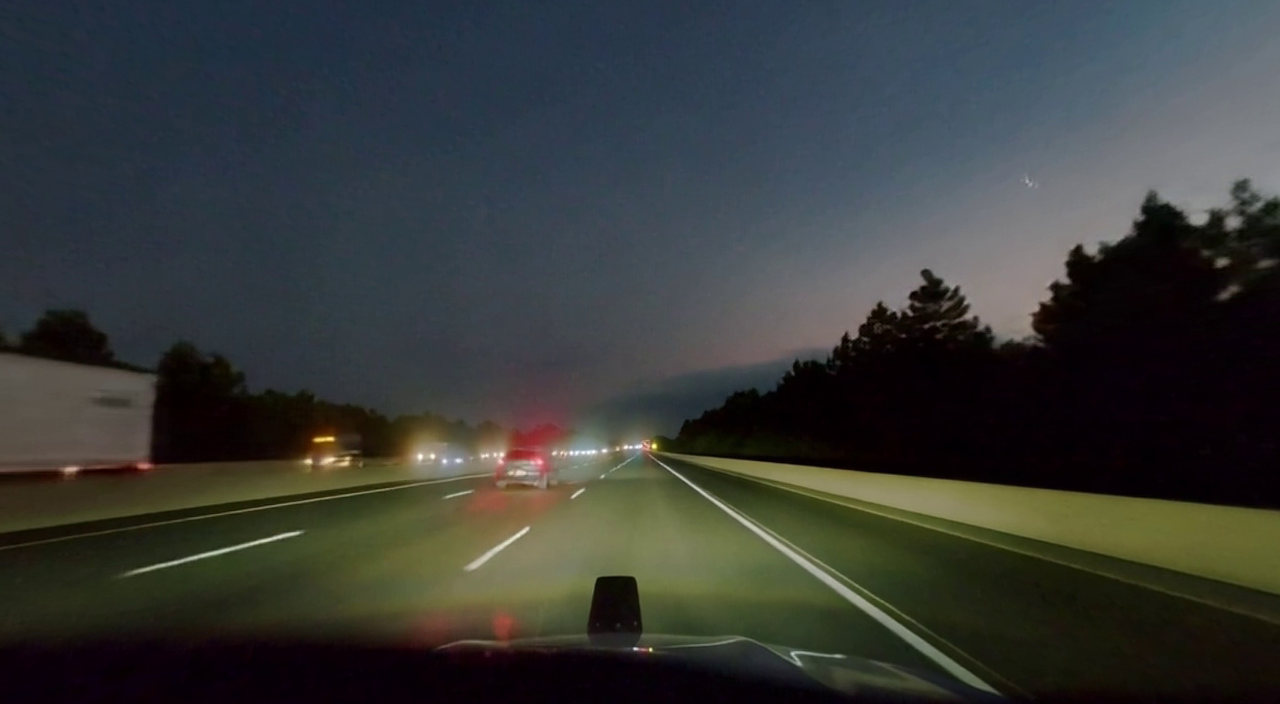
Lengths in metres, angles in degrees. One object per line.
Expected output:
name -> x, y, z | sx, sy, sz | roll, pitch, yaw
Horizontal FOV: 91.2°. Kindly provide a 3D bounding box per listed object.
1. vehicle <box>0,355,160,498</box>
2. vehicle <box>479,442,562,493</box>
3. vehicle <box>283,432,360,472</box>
vehicle -> -19.839, 1.994, 16.995 | 2.892, 4.074, 13.567 | 0, -9, 0
vehicle -> -3.809, 3.763, 20.709 | 1.933, 1.497, 3.973 | 0, -9, 1
vehicle -> -23.010, 7.275, 45.603 | 2.438, 2.716, 5.506 | 0, -9, 2
